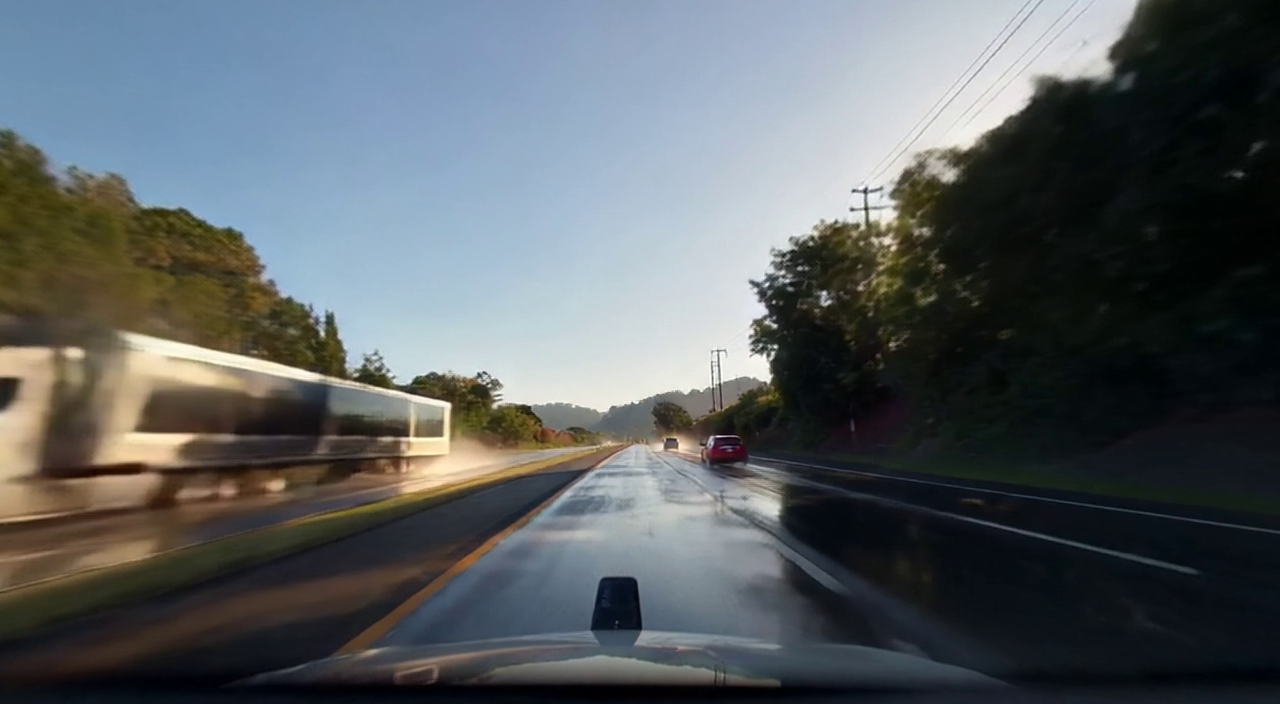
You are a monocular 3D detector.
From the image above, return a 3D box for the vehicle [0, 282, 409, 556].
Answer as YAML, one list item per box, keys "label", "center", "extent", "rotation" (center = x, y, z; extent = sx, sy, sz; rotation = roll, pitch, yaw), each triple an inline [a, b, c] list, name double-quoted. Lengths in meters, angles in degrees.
- label: "vehicle"
  center: [-11.105, 2.127, 17.560]
  extent: [3.267, 4.085, 16.559]
  rotation: [-1, -8, -1]

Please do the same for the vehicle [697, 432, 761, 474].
- label: "vehicle"
  center: [3.605, 4.211, 26.424]
  extent: [1.977, 1.581, 4.428]
  rotation: [-1, -8, -1]
